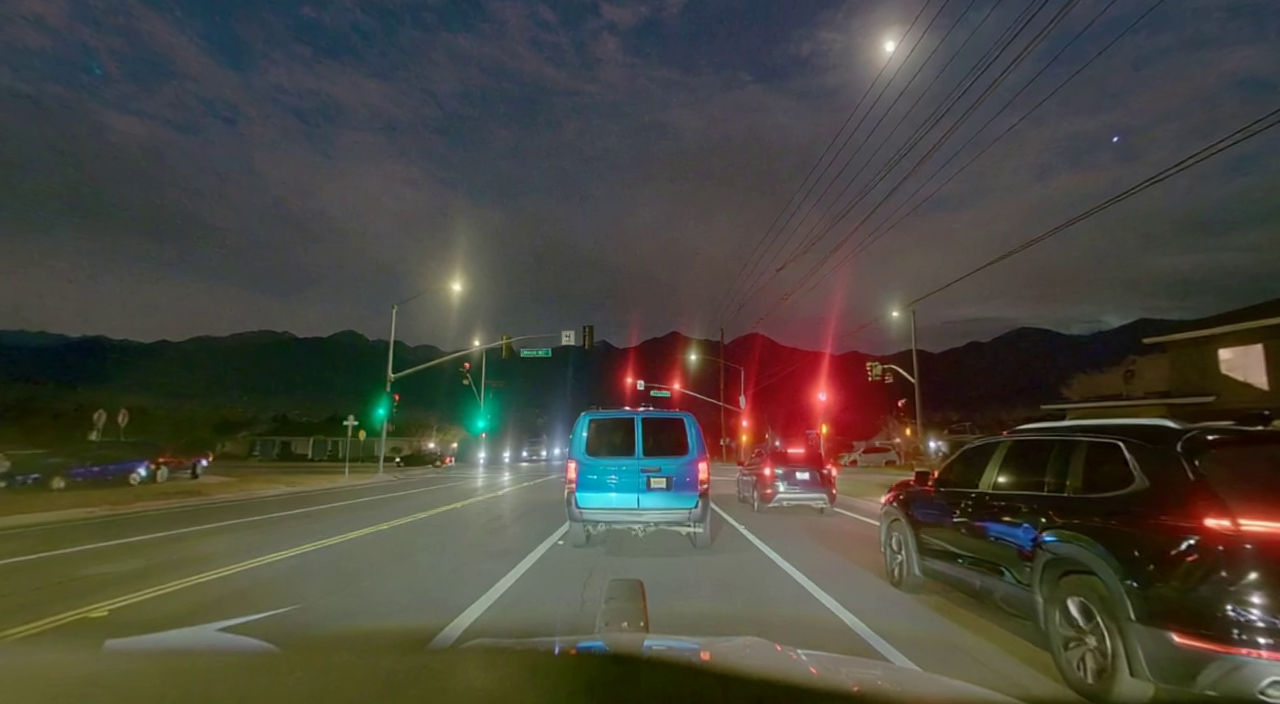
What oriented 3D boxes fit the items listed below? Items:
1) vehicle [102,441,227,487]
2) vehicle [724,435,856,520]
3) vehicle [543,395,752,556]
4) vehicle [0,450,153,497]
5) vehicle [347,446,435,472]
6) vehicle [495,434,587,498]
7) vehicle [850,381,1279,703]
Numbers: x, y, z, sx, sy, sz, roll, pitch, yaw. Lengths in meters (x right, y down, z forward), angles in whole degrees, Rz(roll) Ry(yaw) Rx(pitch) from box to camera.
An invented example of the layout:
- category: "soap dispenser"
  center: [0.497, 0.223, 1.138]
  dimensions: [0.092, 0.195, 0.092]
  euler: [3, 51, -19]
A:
- category: "vehicle"
  center: [-20.424, 4.794, 27.391]
  dimensions: [1.996, 1.809, 4.699]
  euler: [1, -8, -4]
- category: "vehicle"
  center: [3.253, 2.801, 14.649]
  dimensions: [1.957, 1.646, 4.355]
  euler: [0, -8, 0]
- category: "vehicle"
  center: [0.063, 1.939, 10.599]
  dimensions: [2.636, 2.011, 5.130]
  euler: [0, -8, -1]
- category: "vehicle"
  center: [-20.083, 4.218, 22.321]
  dimensions: [1.830, 1.436, 4.771]
  euler: [0, -9, 1]
- category: "vehicle"
  center: [-15.511, 6.662, 39.341]
  dimensions: [4.644, 1.533, 2.005]
  euler: [-1, -9, 9]
- category: "vehicle"
  center: [-2.937, 3.494, 19.715]
  dimensions: [2.059, 1.749, 4.458]
  euler: [0, -8, 1]
- category: "vehicle"
  center: [3.436, 1.278, 4.669]
  dimensions: [2.155, 1.658, 4.721]
  euler: [0, -8, 0]
